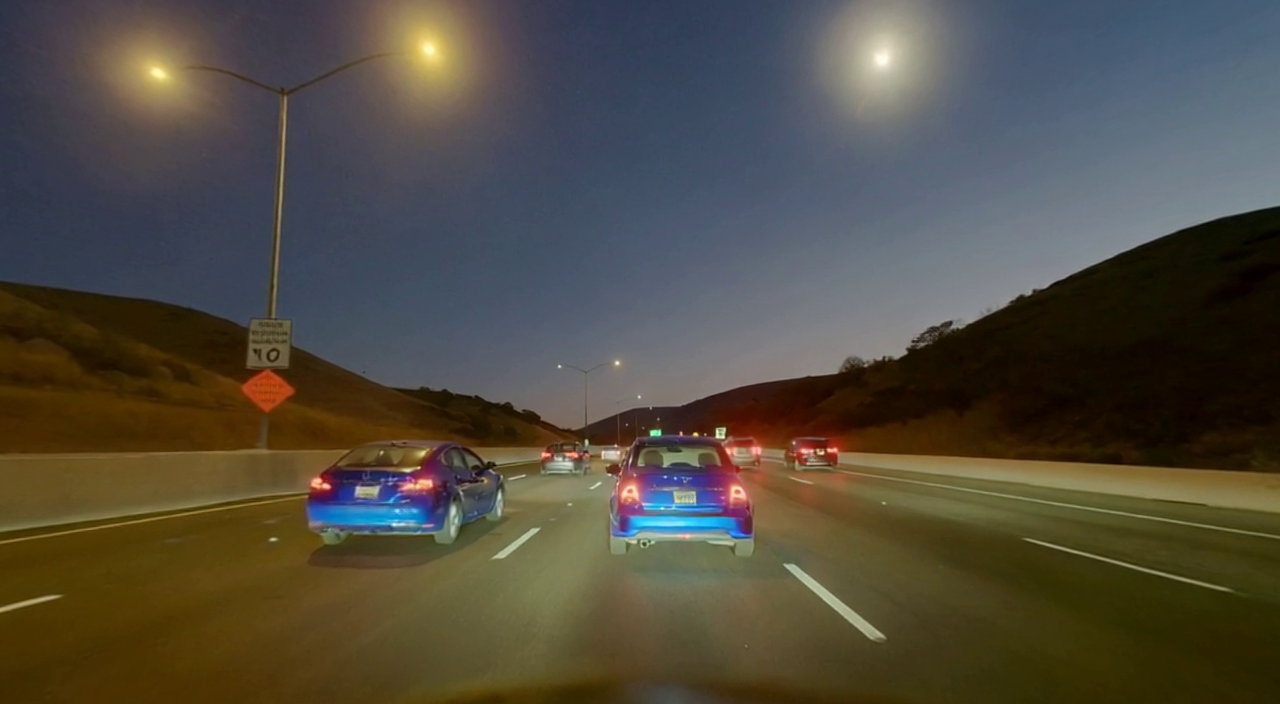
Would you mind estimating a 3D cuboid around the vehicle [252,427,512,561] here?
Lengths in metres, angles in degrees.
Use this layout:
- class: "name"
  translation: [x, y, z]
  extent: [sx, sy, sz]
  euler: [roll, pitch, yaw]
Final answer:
- class: "vehicle"
  translation: [-3.417, 1.962, 9.480]
  extent: [2.033, 1.513, 4.333]
  euler: [0, -8, 1]

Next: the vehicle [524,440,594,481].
- class: "vehicle"
  translation: [-3.085, 4.233, 24.873]
  extent: [2.017, 1.446, 4.384]
  euler: [-1, -8, 2]

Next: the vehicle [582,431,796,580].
- class: "vehicle"
  translation: [0.503, 1.793, 8.162]
  extent: [2.072, 1.431, 3.904]
  euler: [0, -8, 1]

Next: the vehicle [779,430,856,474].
- class: "vehicle"
  translation: [7.729, 4.398, 27.959]
  extent: [2.071, 1.754, 4.586]
  euler: [0, -8, 0]
